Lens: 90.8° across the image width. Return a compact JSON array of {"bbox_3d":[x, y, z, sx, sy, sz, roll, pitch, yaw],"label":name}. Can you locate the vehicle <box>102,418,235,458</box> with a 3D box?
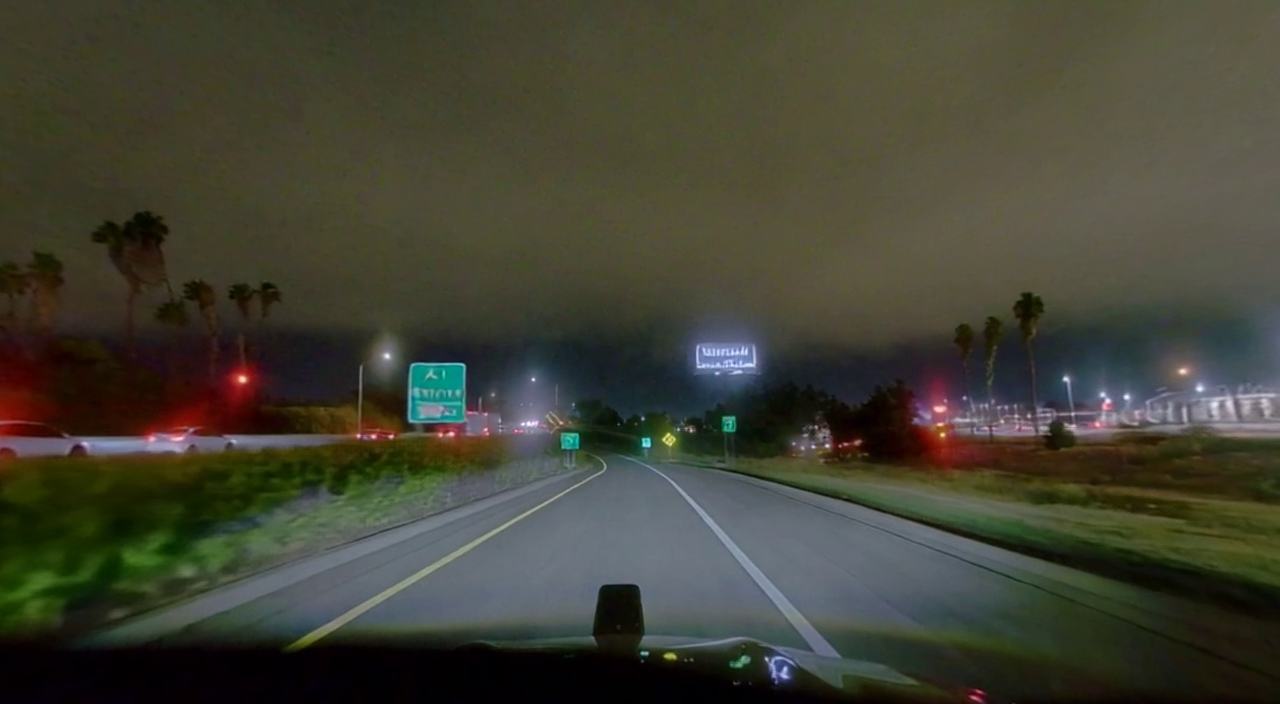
[{"bbox_3d":[-18.894,3.529,25.648,1.931,1.451,4.683,0,-8,-2],"label":"vehicle"}]
